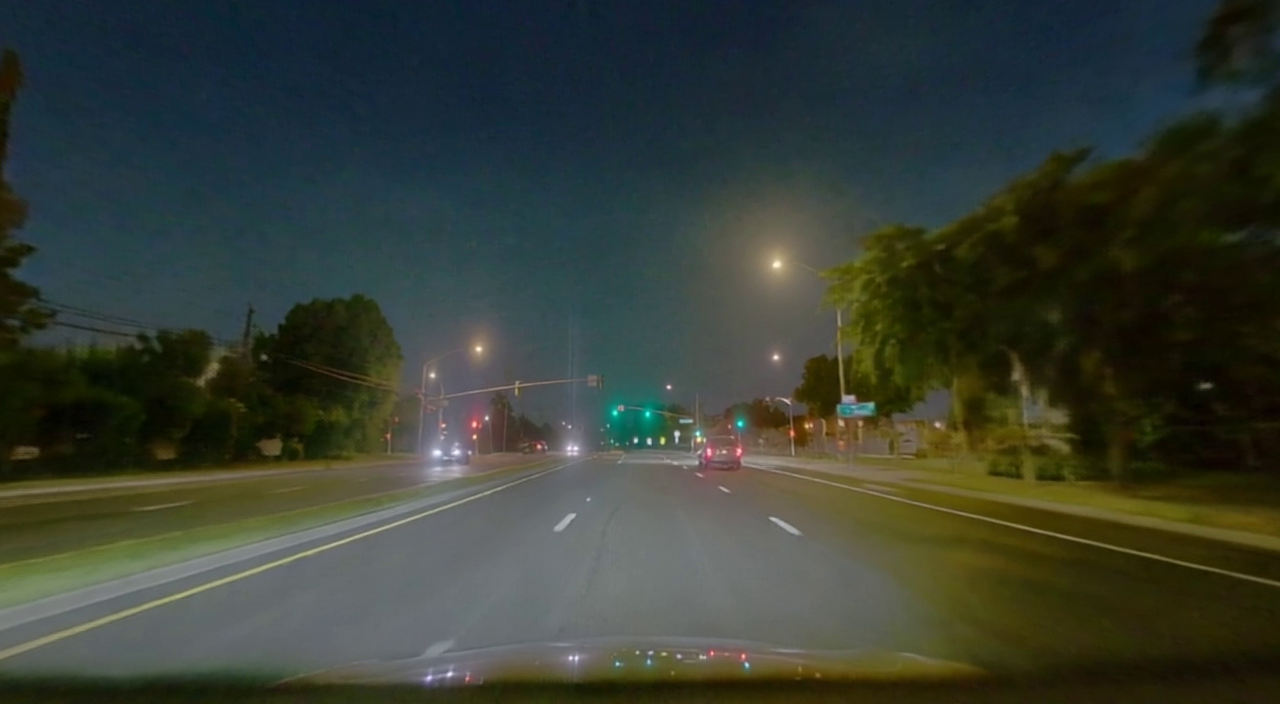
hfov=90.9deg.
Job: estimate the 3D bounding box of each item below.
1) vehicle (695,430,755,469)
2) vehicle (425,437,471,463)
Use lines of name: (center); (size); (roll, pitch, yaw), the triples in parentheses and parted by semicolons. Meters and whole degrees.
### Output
vehicle: (4.101, 4.817, 31.222); (2.240, 1.781, 4.433); (0, -8, -1)
vehicle: (-13.348, 6.830, 44.037); (1.925, 1.670, 4.371); (0, -8, -1)
